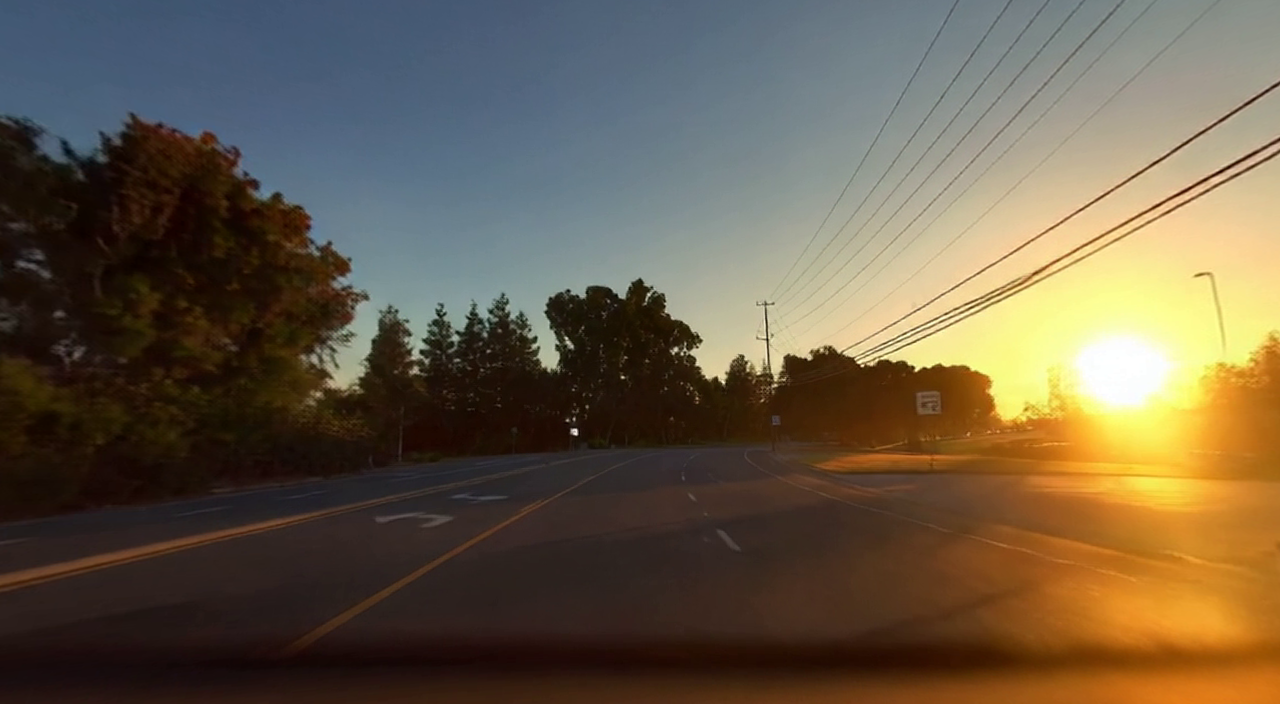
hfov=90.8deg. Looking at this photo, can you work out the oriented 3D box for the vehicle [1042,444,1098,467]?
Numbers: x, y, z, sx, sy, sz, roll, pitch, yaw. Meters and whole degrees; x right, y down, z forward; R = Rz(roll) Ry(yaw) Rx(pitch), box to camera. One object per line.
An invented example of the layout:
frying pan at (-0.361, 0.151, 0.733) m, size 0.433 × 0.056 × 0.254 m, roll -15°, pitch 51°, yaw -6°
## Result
vehicle at (31.840, 7.754, 46.938) m, size 1.807 × 1.443 × 4.905 m, roll -1°, pitch -11°, yaw 14°
